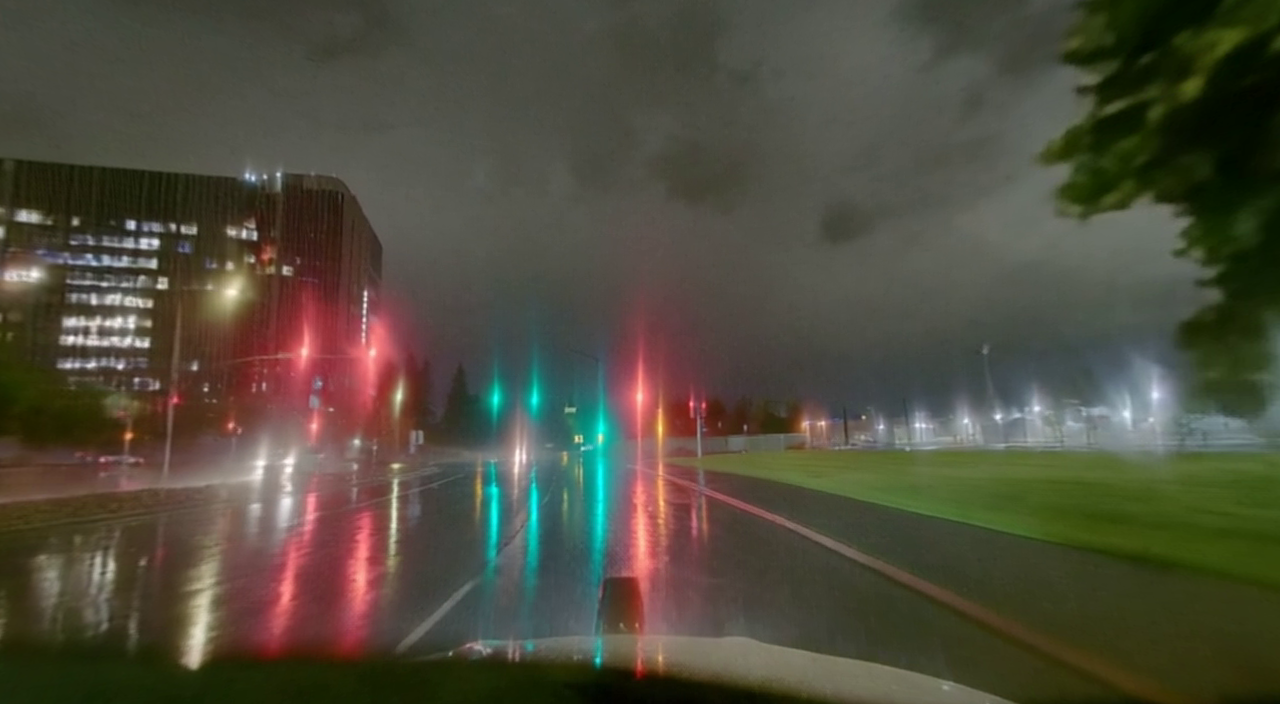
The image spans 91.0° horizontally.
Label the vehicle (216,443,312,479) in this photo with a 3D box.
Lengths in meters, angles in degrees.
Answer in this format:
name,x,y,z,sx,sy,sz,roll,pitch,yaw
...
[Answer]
name,x,y,z,sx,sy,sz,roll,pitch,yaw
vehicle,-18.440,5.361,31.165,1.870,1.594,4.447,0,-9,2
